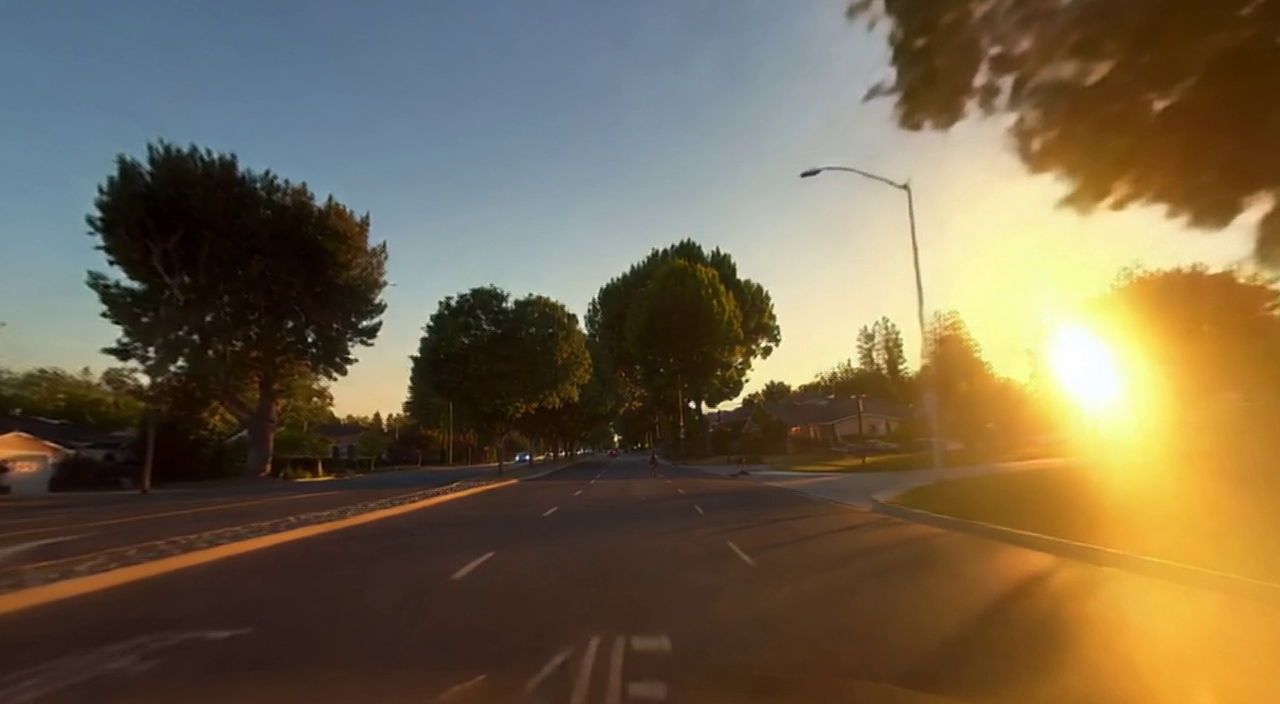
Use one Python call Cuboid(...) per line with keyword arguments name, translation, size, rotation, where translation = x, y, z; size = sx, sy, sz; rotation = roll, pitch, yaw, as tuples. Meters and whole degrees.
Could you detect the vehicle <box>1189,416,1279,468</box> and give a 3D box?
Cuboid(name="vehicle", translation=(20.084, 2.863, 20.244), size=(1.742, 1.545, 3.453), rotation=(0, -7, -1))
